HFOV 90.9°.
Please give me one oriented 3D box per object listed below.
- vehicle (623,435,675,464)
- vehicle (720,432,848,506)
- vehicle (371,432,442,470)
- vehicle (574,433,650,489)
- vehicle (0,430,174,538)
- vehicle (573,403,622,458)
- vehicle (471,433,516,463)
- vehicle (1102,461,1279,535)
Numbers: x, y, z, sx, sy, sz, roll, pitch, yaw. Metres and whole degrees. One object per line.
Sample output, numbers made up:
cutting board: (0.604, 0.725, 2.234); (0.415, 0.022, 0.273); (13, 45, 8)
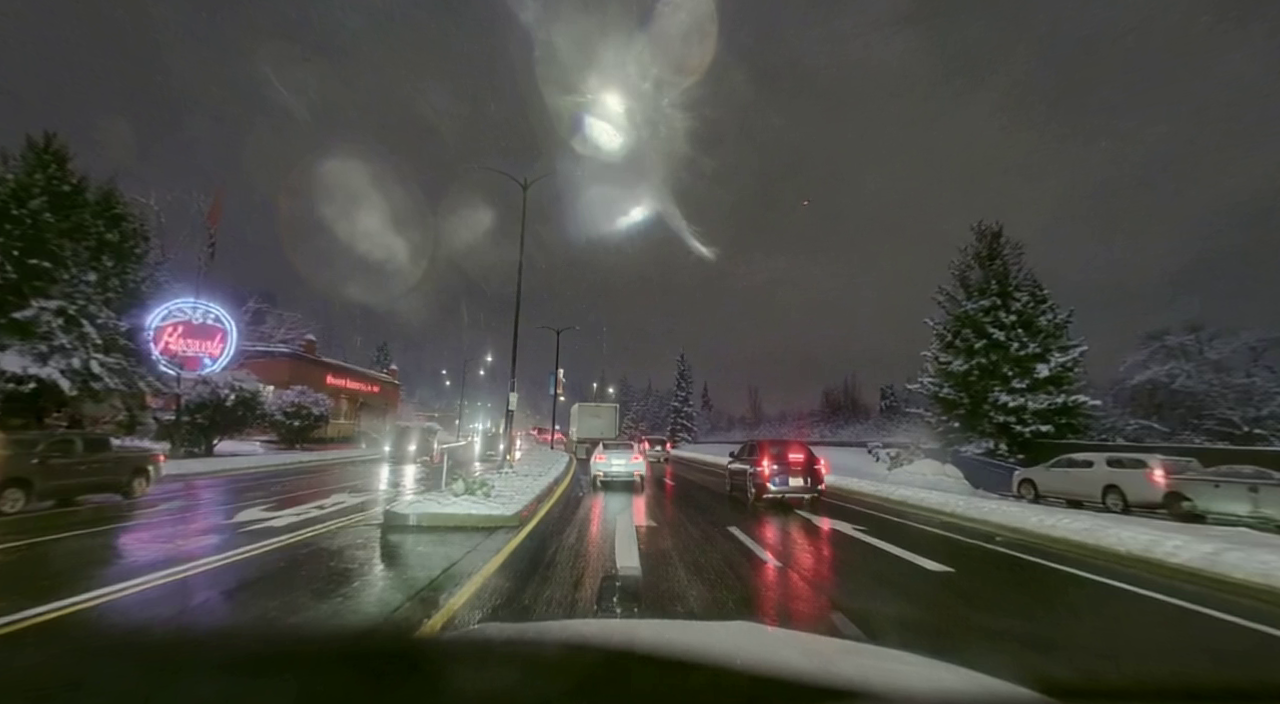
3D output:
vehicle: (0.439, 5.262, 34.217); (2.056, 1.472, 3.870); (2, -8, -11)
vehicle: (3.196, 2.654, 14.841); (1.889, 1.480, 3.876); (1, -8, -4)
vehicle: (-11.075, 4.703, 30.222); (2.091, 1.642, 4.299); (1, -8, -5)
vehicle: (-0.838, 3.124, 18.417); (1.991, 1.472, 3.518); (1, -8, -3)
vehicle: (-9.875, 2.034, 10.199); (1.797, 1.503, 3.784); (0, -8, -1)
vehicle: (-3.103, 5.565, 44.317); (2.917, 3.482, 6.946); (1, -8, -7)
vehicle: (-8.471, 5.552, 36.721); (1.966, 1.616, 4.038); (1, -8, -6)
vehicle: (12.956, 3.173, 13.939); (3.843, 1.402, 1.926); (-1, -8, 6)
